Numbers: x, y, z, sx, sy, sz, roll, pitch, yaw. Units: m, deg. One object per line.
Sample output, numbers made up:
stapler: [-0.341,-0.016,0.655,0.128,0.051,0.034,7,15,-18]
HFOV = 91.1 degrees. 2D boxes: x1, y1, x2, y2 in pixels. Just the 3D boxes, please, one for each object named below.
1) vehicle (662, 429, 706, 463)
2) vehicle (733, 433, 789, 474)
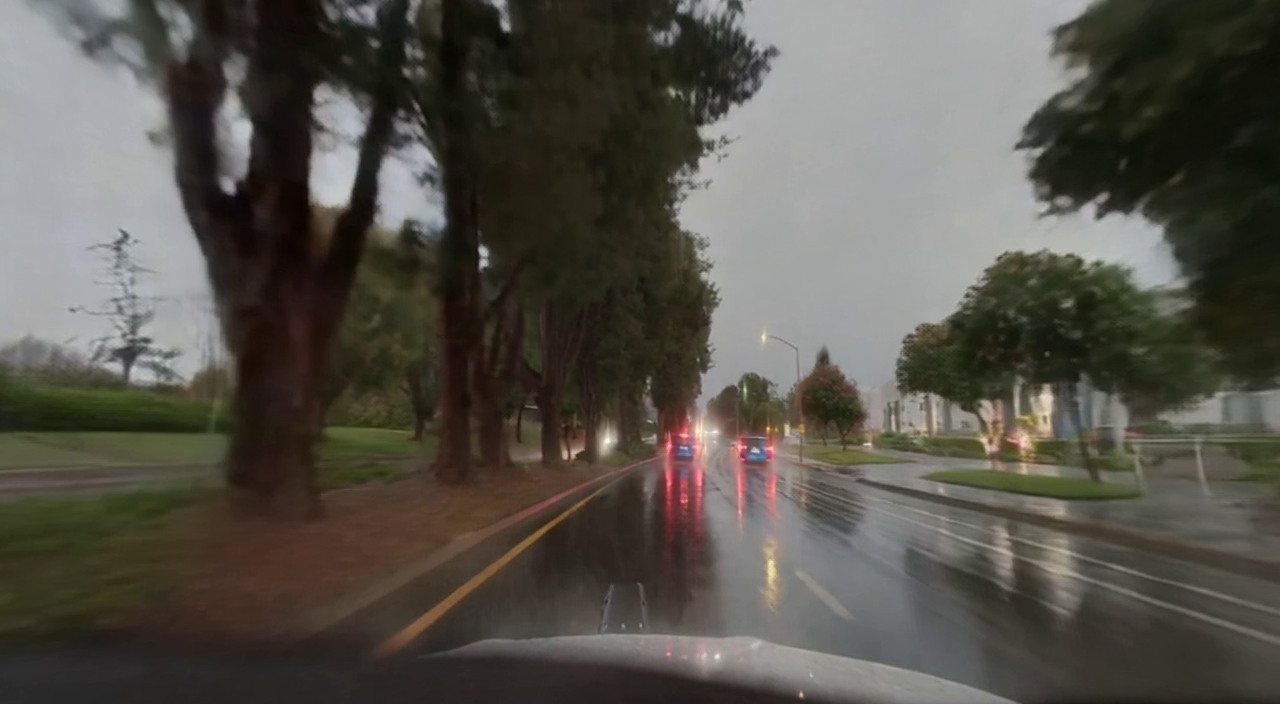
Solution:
vehicle: [2.637,5.439,36.315,2.251,1.822,4.391,-1,-8,7]
vehicle: [5.254,4.471,27.874,1.971,1.663,4.287,-1,-8,5]
